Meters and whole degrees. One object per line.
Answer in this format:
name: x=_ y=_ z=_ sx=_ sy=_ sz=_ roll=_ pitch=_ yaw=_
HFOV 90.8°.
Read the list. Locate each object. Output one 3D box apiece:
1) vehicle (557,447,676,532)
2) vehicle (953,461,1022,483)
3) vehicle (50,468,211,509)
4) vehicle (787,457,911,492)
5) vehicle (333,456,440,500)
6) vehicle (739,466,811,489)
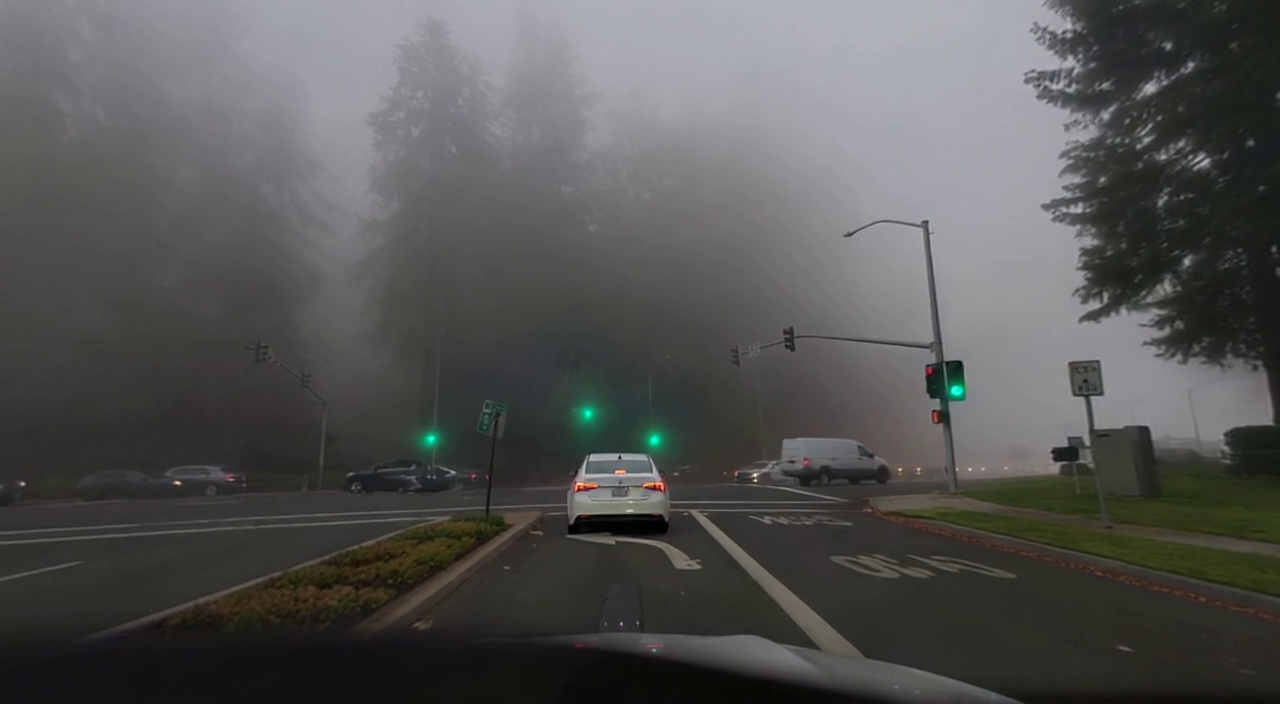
vehicle: x=-0.521 y=2.766 z=13.386 sx=2.112 sy=1.479 sz=4.264 roll=0 pitch=-8 yaw=-3
vehicle: x=25.960 y=8.943 z=47.208 sx=4.358 sy=1.471 sz=1.875 roll=3 pitch=-9 yaw=-16
vehicle: x=-20.067 y=5.375 z=25.102 sx=4.548 sy=1.449 sz=1.802 roll=2 pitch=-9 yaw=-14
vehicle: x=9.331 y=5.484 z=28.472 sx=4.838 sy=1.449 sz=2.077 roll=1 pitch=-9 yaw=-7
vehicle: x=-11.643 y=5.734 z=29.009 sx=4.355 sy=1.789 sz=2.175 roll=-5 pitch=-10 yaw=28
vehicle: x=9.061 y=8.412 z=42.524 sx=4.254 sy=1.359 sz=1.895 roll=2 pitch=-9 yaw=-16
